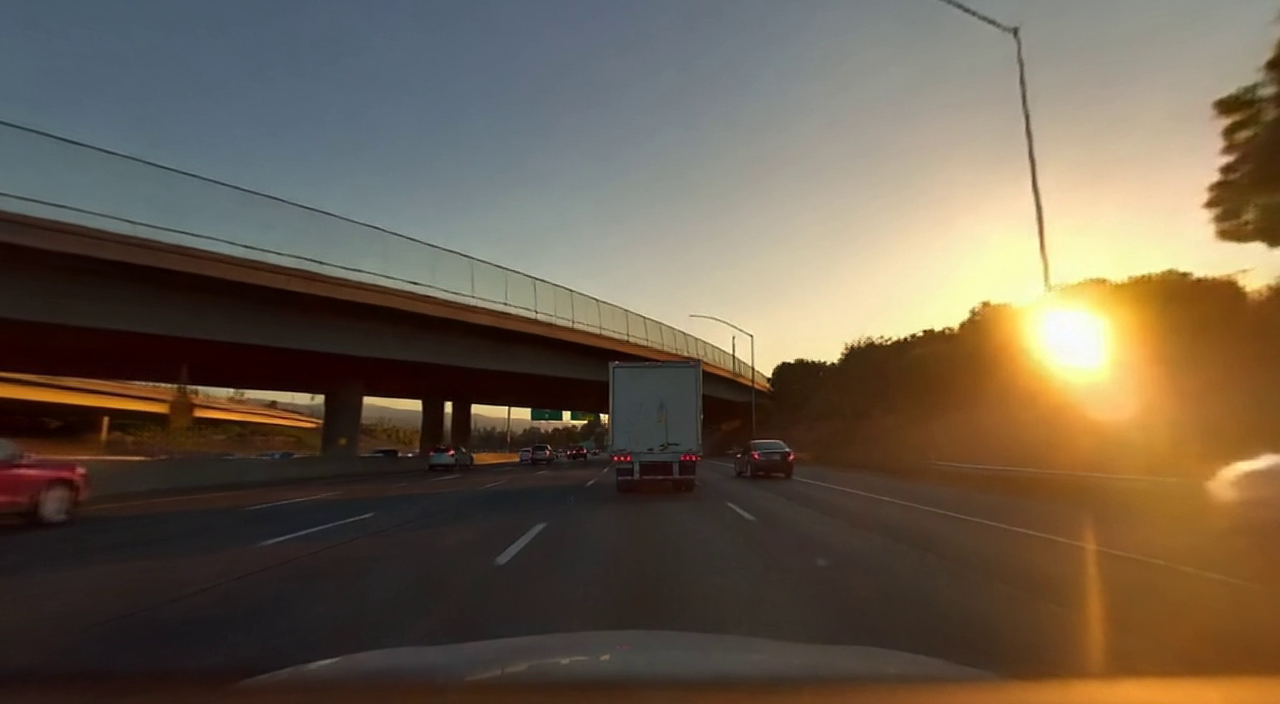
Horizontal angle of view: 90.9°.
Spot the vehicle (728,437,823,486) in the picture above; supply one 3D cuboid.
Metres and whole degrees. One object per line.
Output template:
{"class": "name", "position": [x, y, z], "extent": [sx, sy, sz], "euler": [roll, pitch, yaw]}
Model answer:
{"class": "vehicle", "position": [4.537, 3.754, 21.971], "extent": [2.108, 1.508, 4.744], "euler": [0, -9, -2]}

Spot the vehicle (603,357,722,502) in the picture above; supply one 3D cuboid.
{"class": "vehicle", "position": [0.376, 2.723, 21.079], "extent": [2.916, 3.584, 10.841], "euler": [0, -9, -2]}

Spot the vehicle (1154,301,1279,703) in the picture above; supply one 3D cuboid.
{"class": "vehicle", "position": [4.044, 0.467, 0.977], "extent": [2.174, 1.968, 5.016], "euler": [0, -9, 0]}

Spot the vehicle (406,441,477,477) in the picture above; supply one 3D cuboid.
{"class": "vehicle", "position": [-10.728, 5.789, 34.524], "extent": [2.217, 1.797, 5.226], "euler": [0, -9, 0]}
